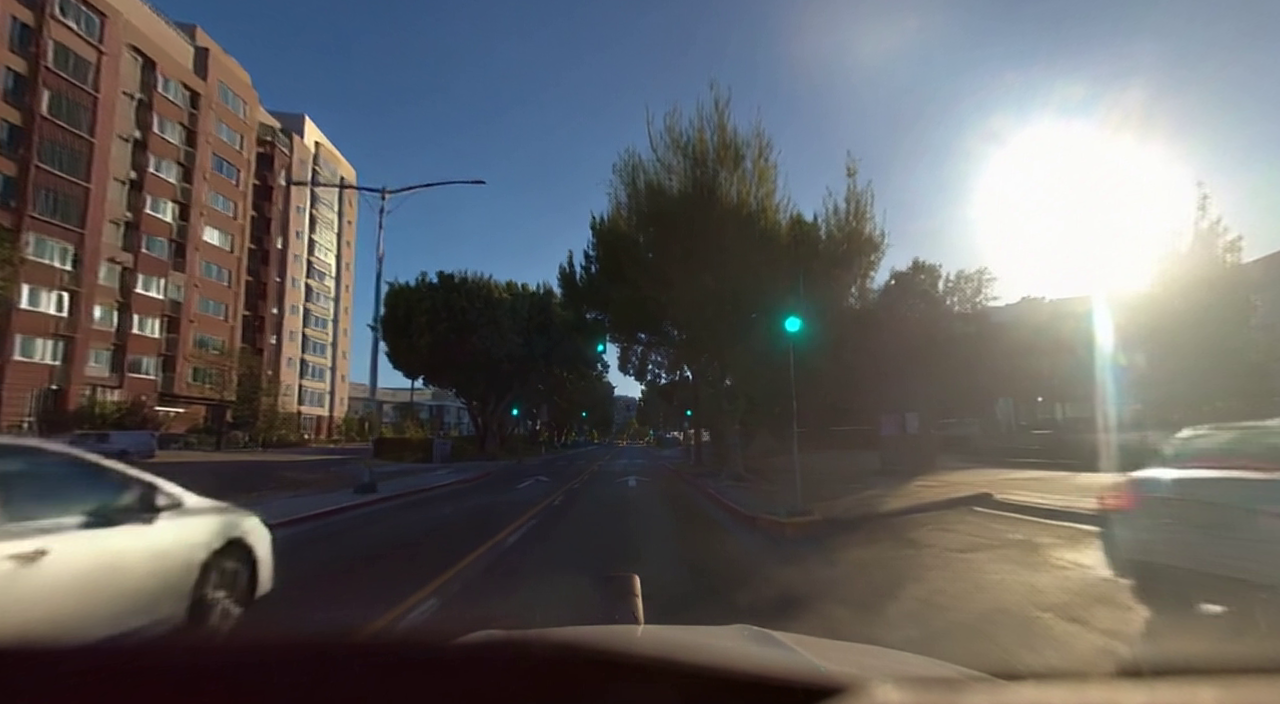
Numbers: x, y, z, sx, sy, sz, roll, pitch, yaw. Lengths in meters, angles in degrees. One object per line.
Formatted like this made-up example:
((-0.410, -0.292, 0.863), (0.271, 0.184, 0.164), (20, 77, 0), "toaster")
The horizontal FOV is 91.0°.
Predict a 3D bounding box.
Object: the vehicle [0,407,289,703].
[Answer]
((-3.368, 0.869, 1.974), (1.898, 1.407, 4.652), (0, -8, -1), "vehicle")

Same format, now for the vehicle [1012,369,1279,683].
((4.831, 0.989, 4.205), (4.033, 1.514, 1.974), (3, -9, -25), "vehicle")
